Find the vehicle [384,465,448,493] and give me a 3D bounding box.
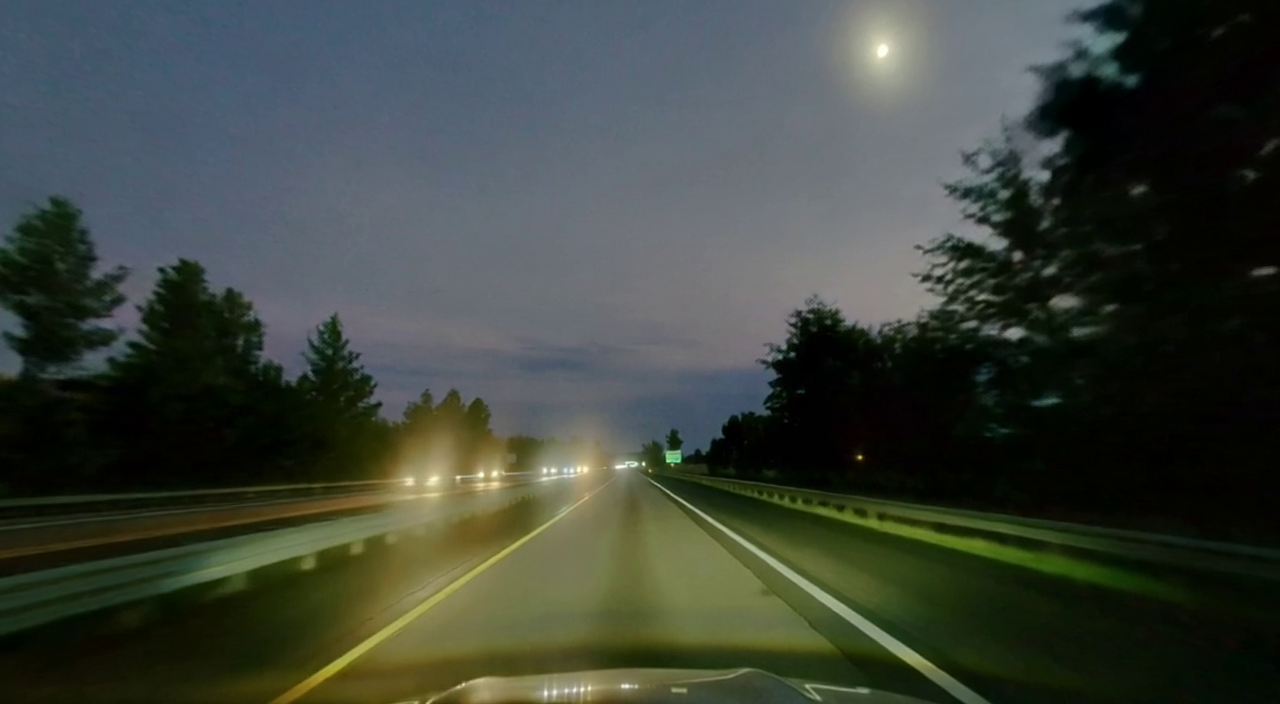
[{"bbox_3d":[-12.372,7.054,35.087,1.930,1.414,4.129,1,-10,1],"label":"vehicle"}]
